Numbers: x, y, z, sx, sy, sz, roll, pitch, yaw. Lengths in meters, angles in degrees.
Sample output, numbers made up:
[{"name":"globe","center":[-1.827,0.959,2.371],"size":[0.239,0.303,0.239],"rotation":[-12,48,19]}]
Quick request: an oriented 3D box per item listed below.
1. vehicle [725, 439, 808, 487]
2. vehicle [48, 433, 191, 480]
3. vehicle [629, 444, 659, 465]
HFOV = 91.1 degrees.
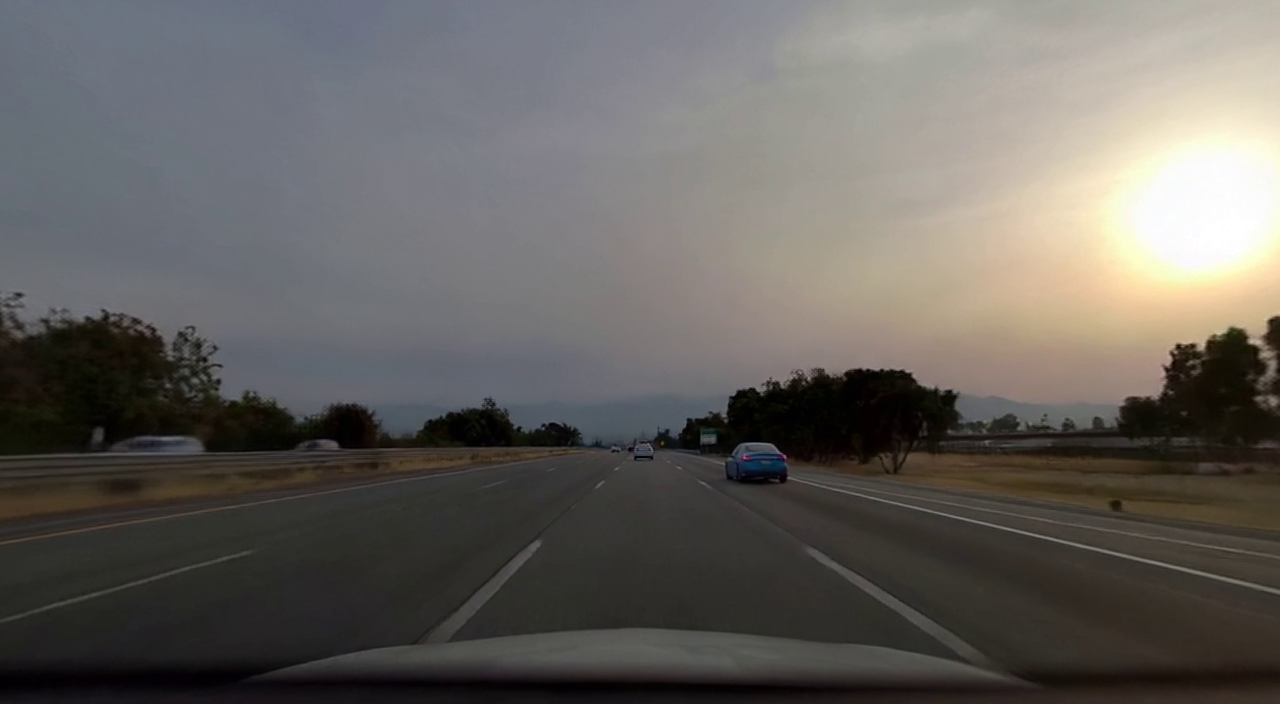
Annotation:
[{"name":"vehicle","center":[4.385,3.920,22.541],"size":[2.008,1.524,4.598],"rotation":[0,-8,0]},{"name":"vehicle","center":[-21.043,4.242,25.698],"size":[1.923,1.736,4.547],"rotation":[0,-8,0]},{"name":"vehicle","center":[0.265,7.402,45.665],"size":[2.052,1.449,3.857],"rotation":[0,-8,0]}]
